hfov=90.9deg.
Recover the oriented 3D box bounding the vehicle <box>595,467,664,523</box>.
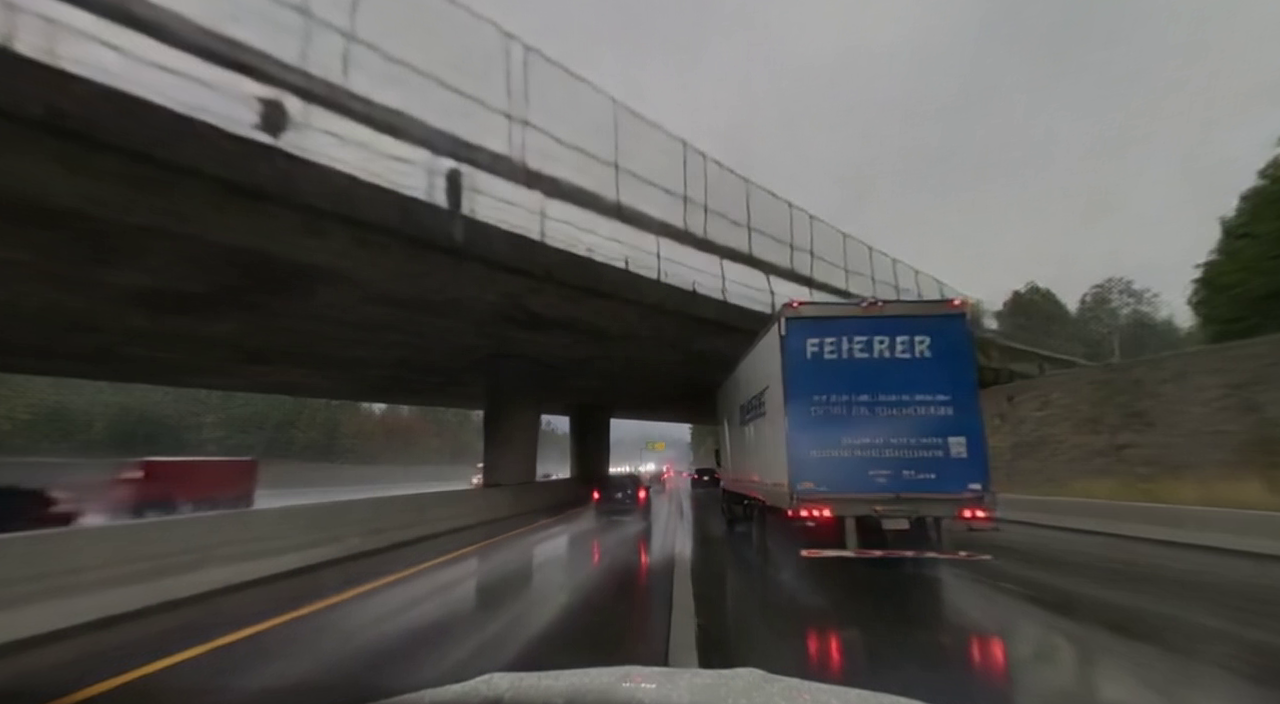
[{"bbox_3d":[-0.230,4.897,22.044,2.124,1.653,4.857,0,-10,2],"label":"vehicle"}]

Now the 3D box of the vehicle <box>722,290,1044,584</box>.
[{"bbox_3d":[3.722,1.897,12.969,2.980,3.834,9.423,0,-10,1],"label":"vehicle"}]
